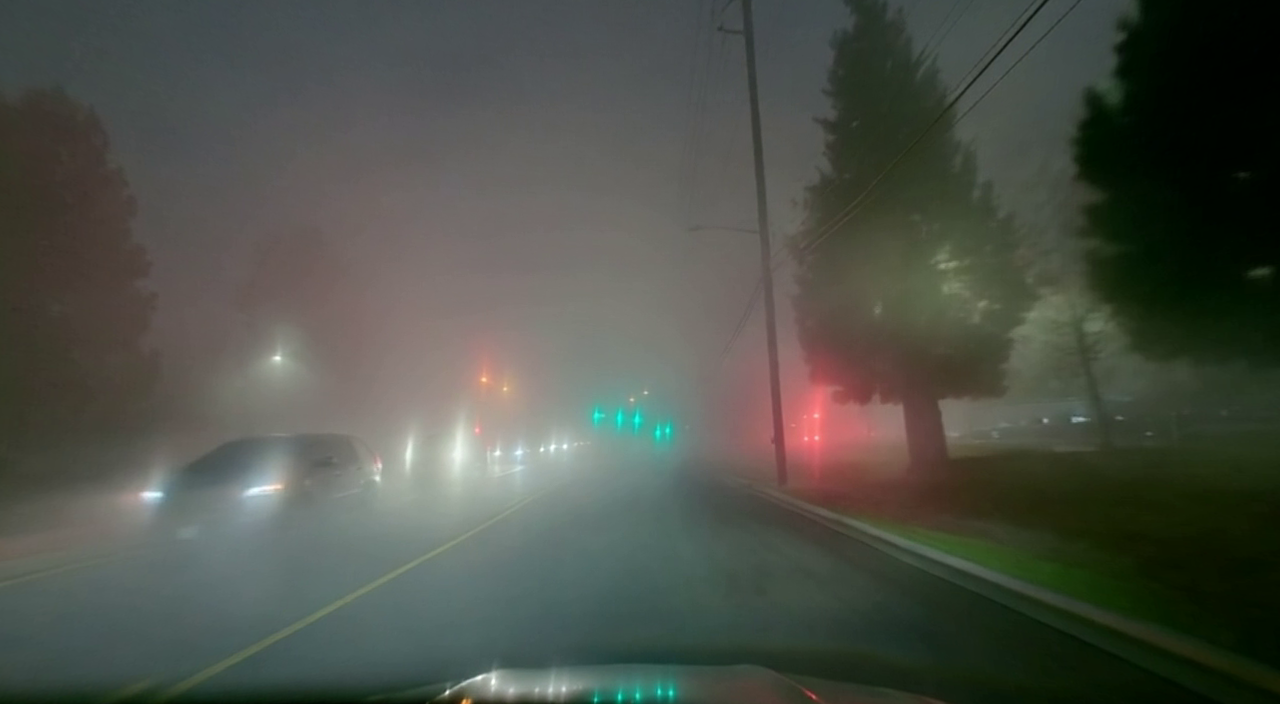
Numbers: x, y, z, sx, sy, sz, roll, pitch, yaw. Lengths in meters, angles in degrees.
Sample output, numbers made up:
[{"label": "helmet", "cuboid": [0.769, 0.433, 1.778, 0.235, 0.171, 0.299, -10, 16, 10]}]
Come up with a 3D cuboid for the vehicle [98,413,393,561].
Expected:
[{"label": "vehicle", "cuboid": [-5.445, 1.876, 9.547, 2.041, 1.698, 4.094, 0, -8, -5]}]

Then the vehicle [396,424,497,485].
[{"label": "vehicle", "cuboid": [-6.522, 3.512, 21.981, 2.337, 1.862, 4.924, 0, -8, -5]}]

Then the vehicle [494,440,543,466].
[{"label": "vehicle", "cuboid": [-7.367, 6.144, 38.720, 2.030, 1.482, 4.818, 0, -8, 1]}]
